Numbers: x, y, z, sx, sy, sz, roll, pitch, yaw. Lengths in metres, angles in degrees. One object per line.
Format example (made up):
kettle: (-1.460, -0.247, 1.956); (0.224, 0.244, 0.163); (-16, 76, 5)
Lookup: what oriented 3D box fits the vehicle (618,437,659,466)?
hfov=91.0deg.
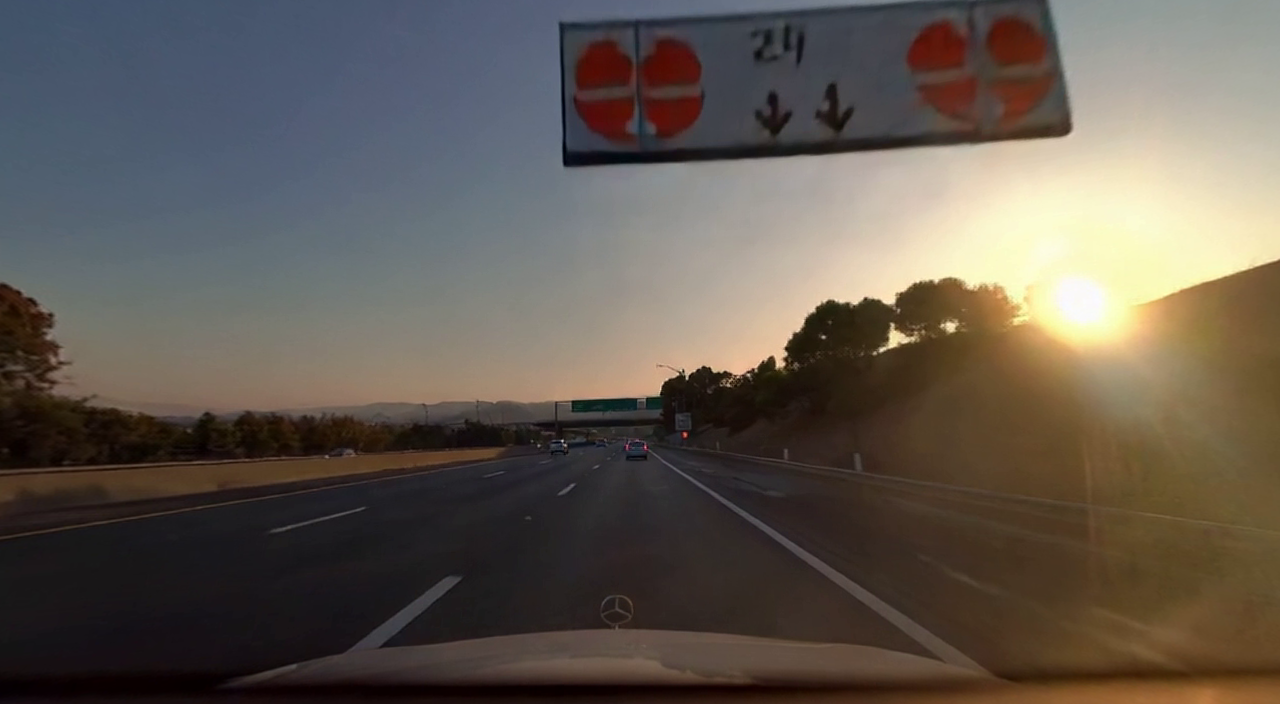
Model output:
vehicle: (-0.093, 5.367, 34.130); (2.072, 1.440, 3.690); (0, -8, -1)
